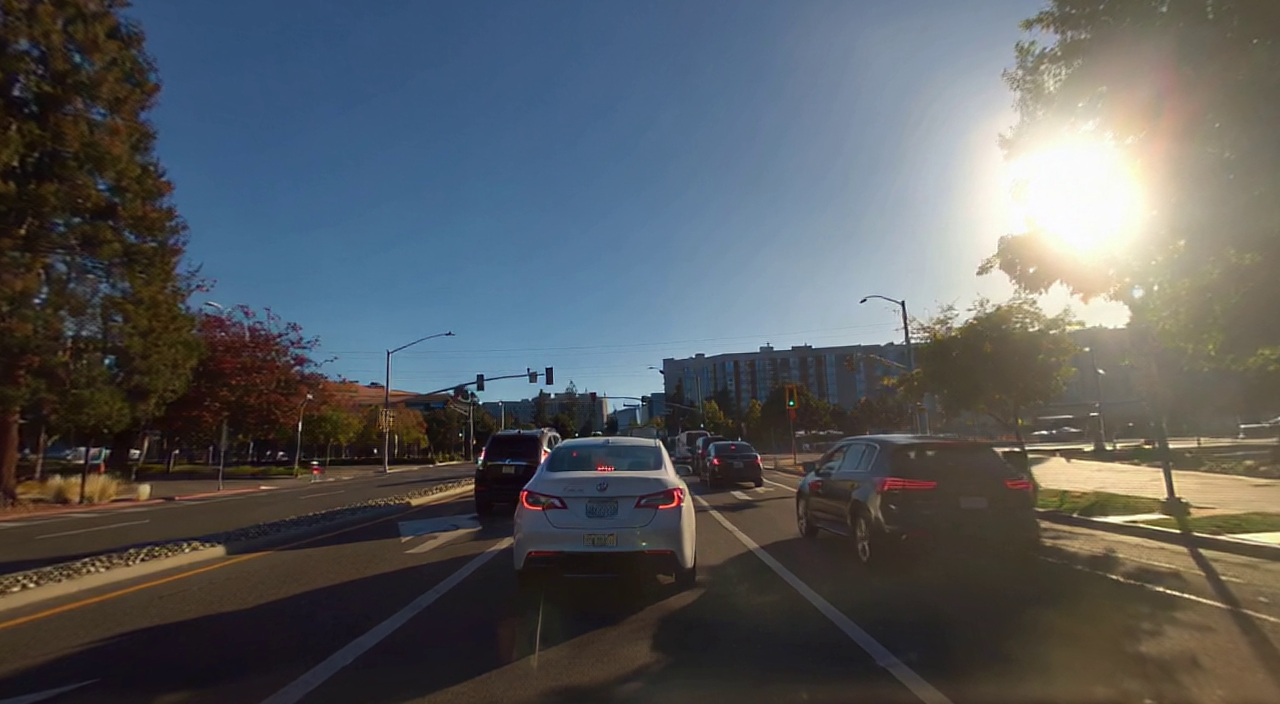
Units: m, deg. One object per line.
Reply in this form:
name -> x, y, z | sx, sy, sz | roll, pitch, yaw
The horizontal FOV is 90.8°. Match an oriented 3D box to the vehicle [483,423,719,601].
vehicle -> -0.360, 1.636, 7.239 | 2.006, 1.487, 3.535 | 0, -9, -1

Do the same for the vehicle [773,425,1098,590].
vehicle -> 3.141, 1.733, 7.920 | 1.910, 1.474, 4.263 | 0, -9, -1

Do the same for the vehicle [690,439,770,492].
vehicle -> 2.866, 3.714, 21.075 | 1.874, 1.556, 4.116 | 0, -9, -3
